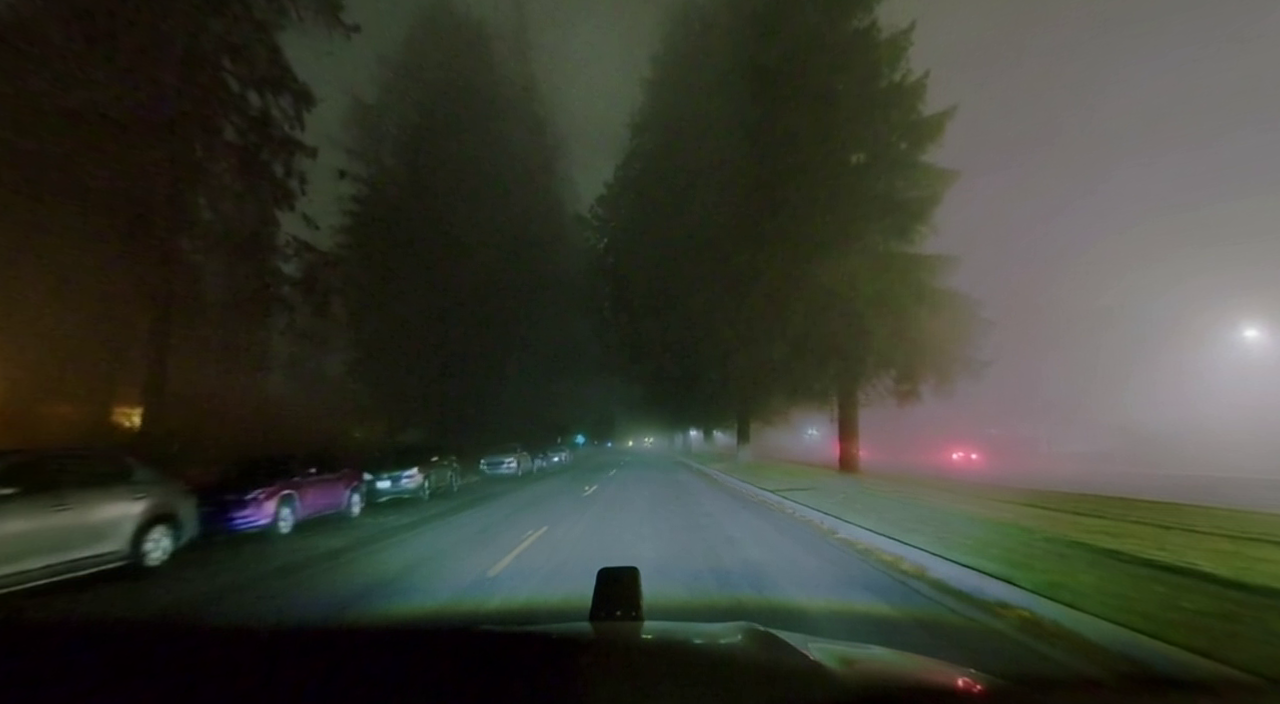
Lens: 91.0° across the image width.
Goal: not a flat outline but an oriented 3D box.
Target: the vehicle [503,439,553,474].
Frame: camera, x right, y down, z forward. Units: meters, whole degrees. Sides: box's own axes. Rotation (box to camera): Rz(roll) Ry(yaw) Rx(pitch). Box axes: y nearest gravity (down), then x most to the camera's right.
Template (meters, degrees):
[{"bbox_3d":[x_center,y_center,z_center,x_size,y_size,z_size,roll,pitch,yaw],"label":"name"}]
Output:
[{"bbox_3d":[-6.580,6.220,37.574,2.249,1.884,4.784,2,-9,-2],"label":"vehicle"}]

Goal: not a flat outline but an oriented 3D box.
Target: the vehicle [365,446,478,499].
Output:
[{"bbox_3d":[-6.774,3.770,20.100,2.056,1.477,4.318,0,-9,0],"label":"vehicle"}]

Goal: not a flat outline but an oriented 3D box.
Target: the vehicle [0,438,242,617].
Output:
[{"bbox_3d":[-6.469,1.563,5.884,2.074,1.502,5.098,0,-8,1],"label":"vehicle"}]
